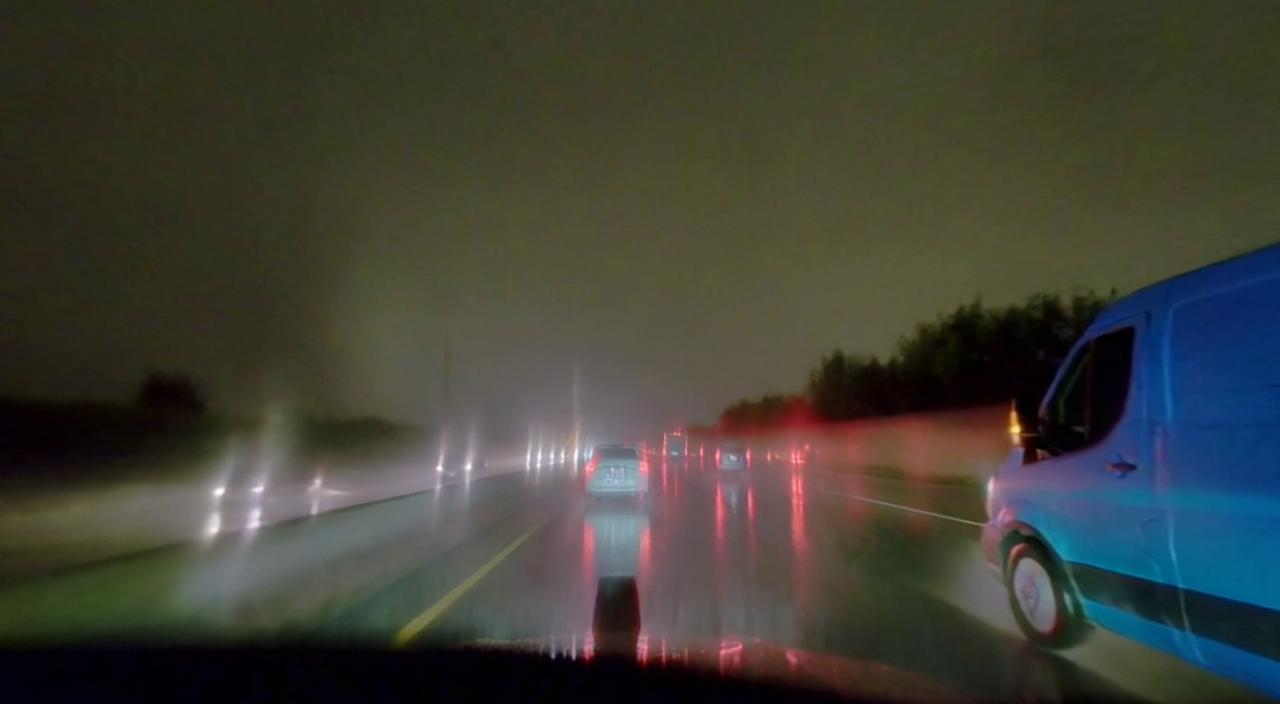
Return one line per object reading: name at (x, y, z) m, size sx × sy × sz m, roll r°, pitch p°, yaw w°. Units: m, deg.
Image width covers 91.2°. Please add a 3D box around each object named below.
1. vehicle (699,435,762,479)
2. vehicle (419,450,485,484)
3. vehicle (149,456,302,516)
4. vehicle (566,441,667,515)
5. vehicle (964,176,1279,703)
vehicle at (4.312, 5.093, 30.718) m, size 2.261 × 1.952 × 4.784 m, roll 0°, pitch -9°, yaw -1°
vehicle at (-8.910, 5.457, 30.047) m, size 1.894 × 1.505 × 4.103 m, roll 0°, pitch -9°, yaw 0°
vehicle at (-12.322, 3.956, 19.027) m, size 1.823 × 1.539 × 4.087 m, roll 0°, pitch -9°, yaw 0°
vehicle at (-0.486, 2.856, 14.646) m, size 2.029 × 1.483 × 3.769 m, roll 0°, pitch -9°, yaw 0°
vehicle at (3.891, 0.394, 2.073) m, size 2.399 × 2.421 × 5.829 m, roll 0°, pitch -9°, yaw -1°
